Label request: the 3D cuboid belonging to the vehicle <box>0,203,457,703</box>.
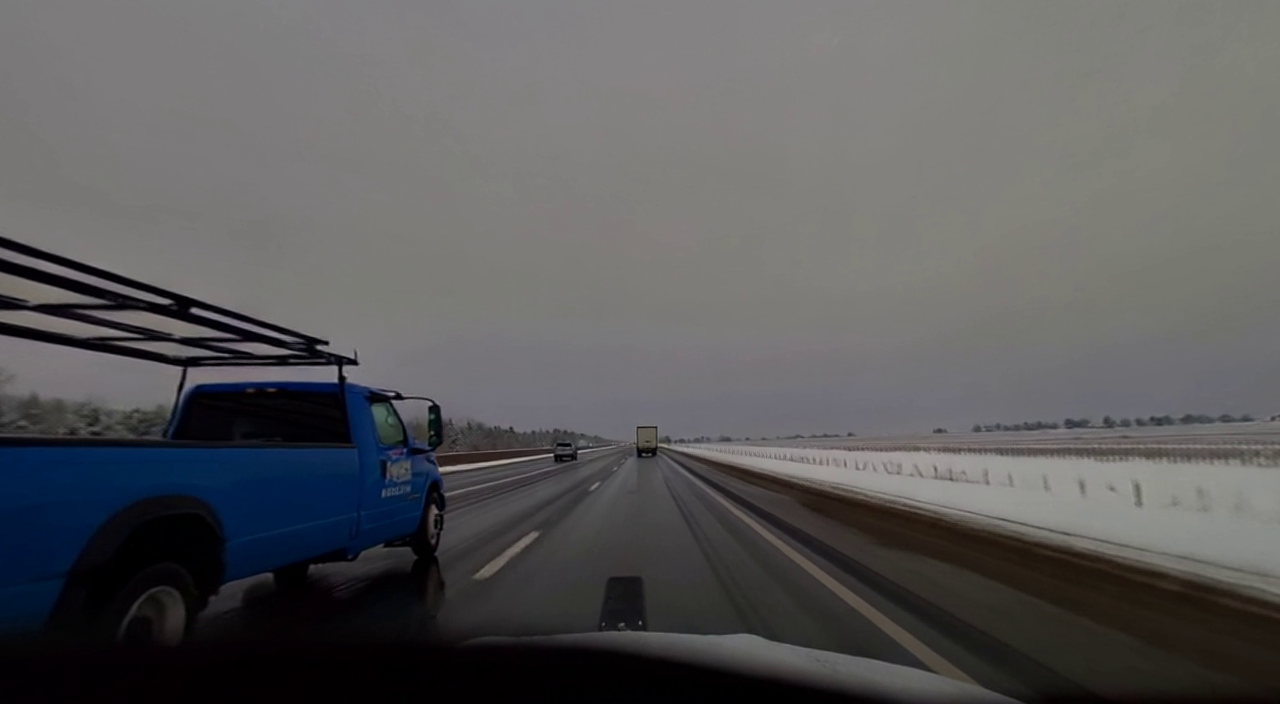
[{"bbox_3d":[-3.773,0.962,4.629,2.791,2.330,6.725,-1,-8,0],"label":"vehicle"}]
